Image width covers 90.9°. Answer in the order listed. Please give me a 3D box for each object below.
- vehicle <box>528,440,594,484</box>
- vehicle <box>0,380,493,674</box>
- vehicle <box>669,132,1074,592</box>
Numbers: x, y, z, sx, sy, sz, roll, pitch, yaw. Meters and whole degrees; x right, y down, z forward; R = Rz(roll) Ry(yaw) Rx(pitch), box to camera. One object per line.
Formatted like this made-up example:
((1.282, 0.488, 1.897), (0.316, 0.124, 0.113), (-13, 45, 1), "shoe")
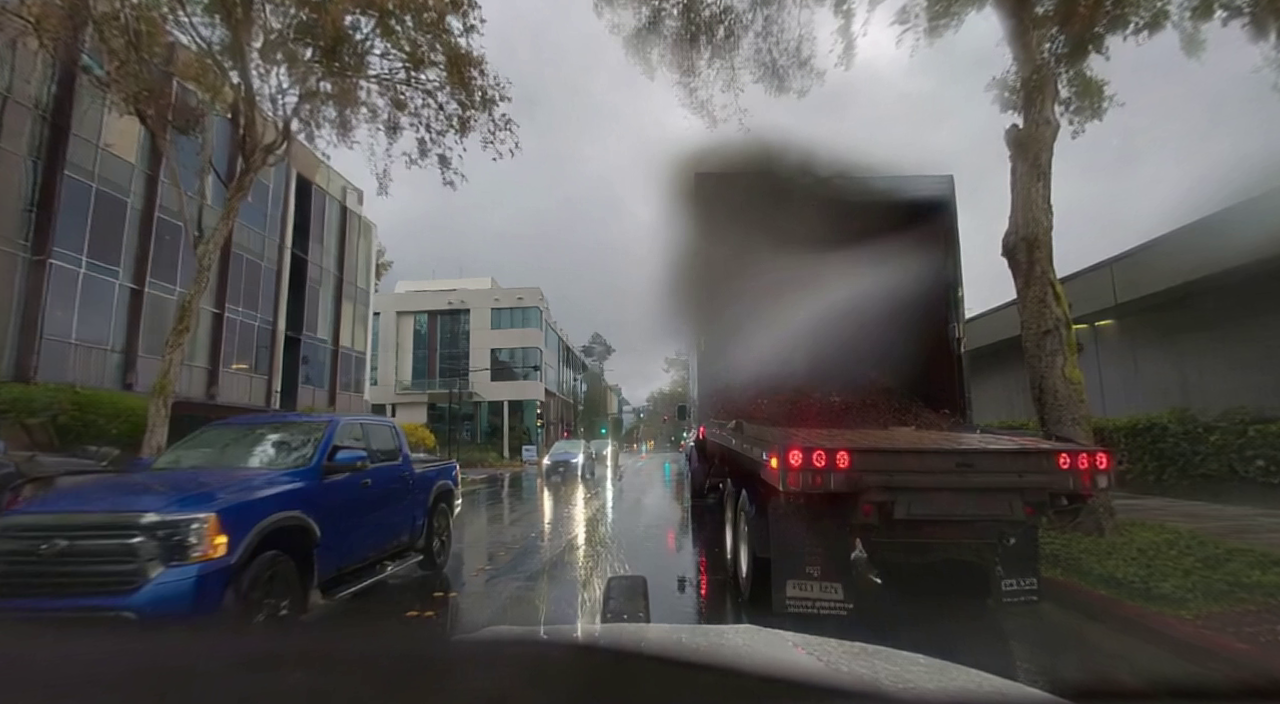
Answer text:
((-3.037, 4.321, 25.055), (2.183, 1.563, 4.257), (0, -8, -2), "vehicle")
((-3.263, 1.427, 6.381), (2.223, 1.804, 4.746), (0, -8, 2), "vehicle")
((2.526, 0.832, 11.333), (3.320, 4.034, 11.553), (-1, -8, 6), "vehicle")
